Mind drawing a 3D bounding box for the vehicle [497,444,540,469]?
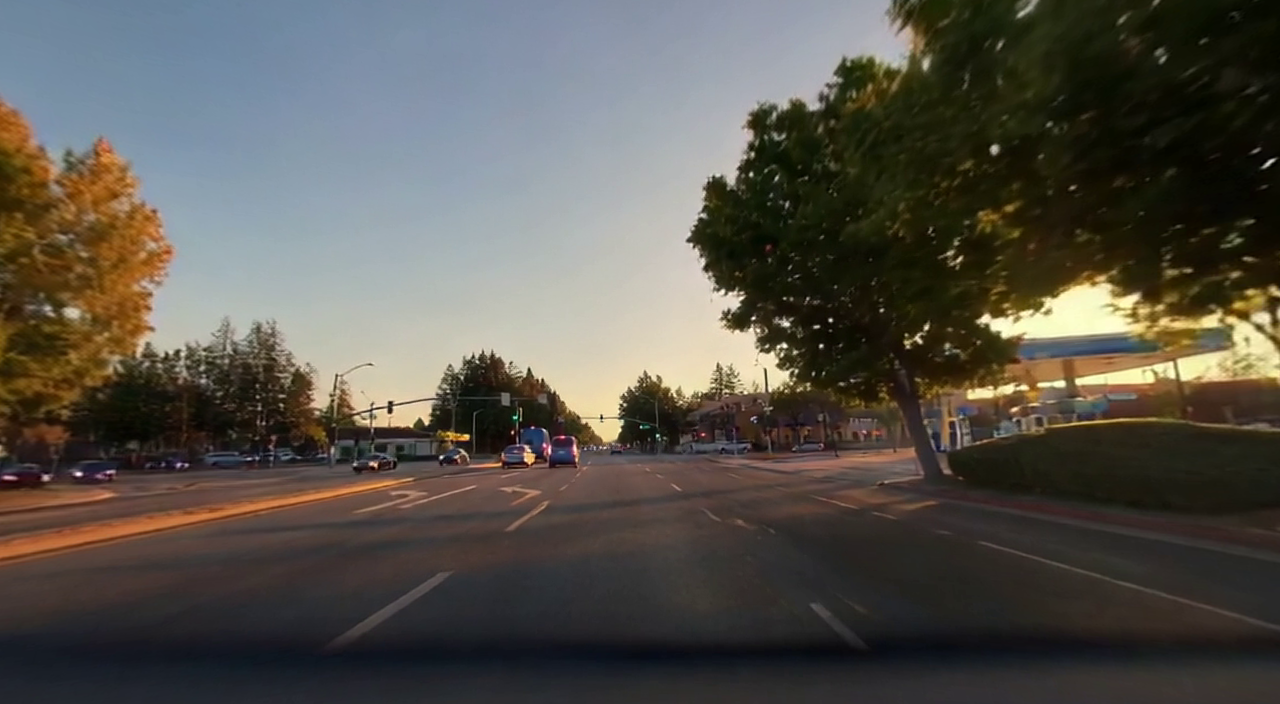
[{"bbox_3d":[-7.652,6.620,40.182,1.993,1.490,4.768,0,-9,-2],"label":"vehicle"}]

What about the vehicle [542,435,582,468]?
[{"bbox_3d":[-5.062,6.578,41.754,2.206,2.007,5.190,0,-9,-3],"label":"vehicle"}]

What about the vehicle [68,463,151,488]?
[{"bbox_3d":[-32.901,7.649,39.260,3.465,1.474,1.815,0,-9,0],"label":"vehicle"}]

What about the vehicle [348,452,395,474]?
[{"bbox_3d":[-21.035,8.682,49.624,1.930,1.659,4.364,0,-9,-2],"label":"vehicle"}]

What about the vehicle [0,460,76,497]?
[{"bbox_3d":[-31.682,6.280,31.548,4.878,1.709,2.152,0,-9,0],"label":"vehicle"}]
